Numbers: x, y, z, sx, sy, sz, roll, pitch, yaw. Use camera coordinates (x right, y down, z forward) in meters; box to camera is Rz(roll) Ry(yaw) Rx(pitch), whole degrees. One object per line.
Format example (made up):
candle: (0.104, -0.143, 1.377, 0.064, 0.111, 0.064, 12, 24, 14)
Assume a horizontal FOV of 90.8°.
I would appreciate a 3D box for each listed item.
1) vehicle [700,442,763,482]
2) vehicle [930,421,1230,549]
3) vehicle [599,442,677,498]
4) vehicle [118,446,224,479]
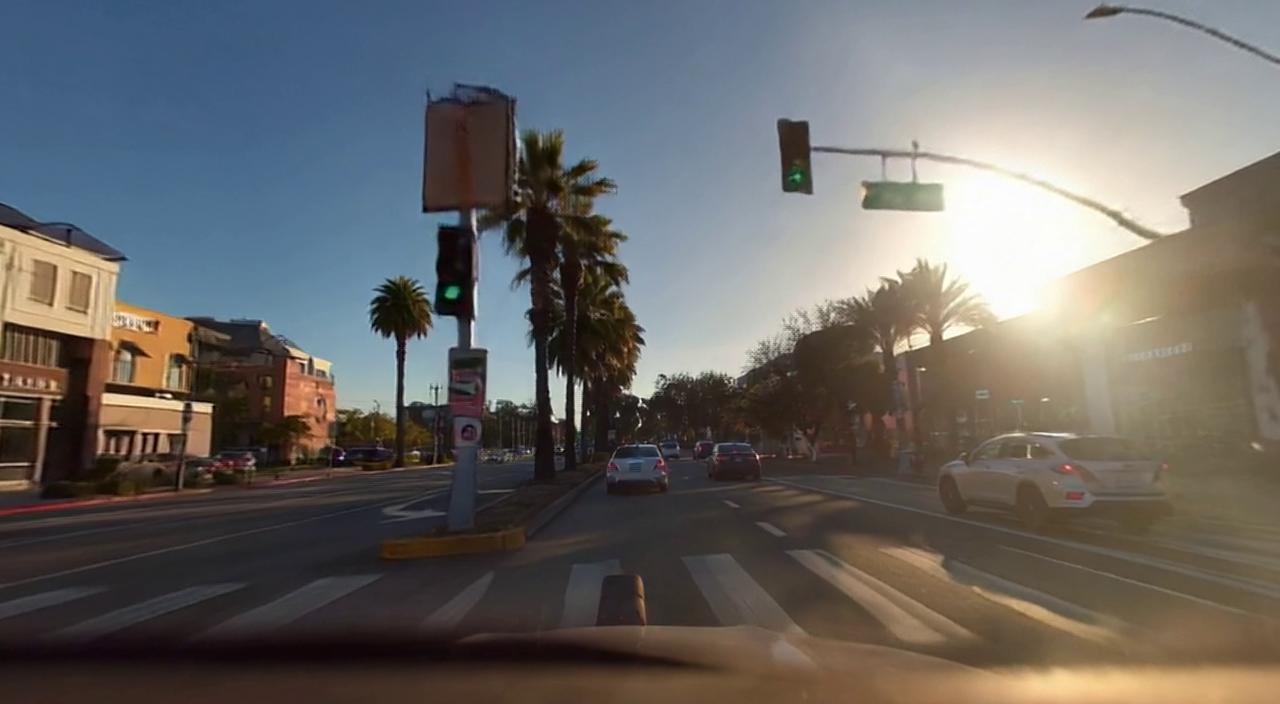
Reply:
vehicle: (3.737, 4.574, 26.553, 1.892, 1.532, 4.177, 0, -8, -2)
vehicle: (6.801, 2.066, 10.477, 1.940, 1.674, 4.085, 0, -8, -1)
vehicle: (-0.069, 3.502, 19.123, 2.110, 1.487, 3.873, 0, -8, 0)
vehicle: (-30.917, 7.320, 41.752, 5.230, 1.986, 2.250, -1, -11, 3)
